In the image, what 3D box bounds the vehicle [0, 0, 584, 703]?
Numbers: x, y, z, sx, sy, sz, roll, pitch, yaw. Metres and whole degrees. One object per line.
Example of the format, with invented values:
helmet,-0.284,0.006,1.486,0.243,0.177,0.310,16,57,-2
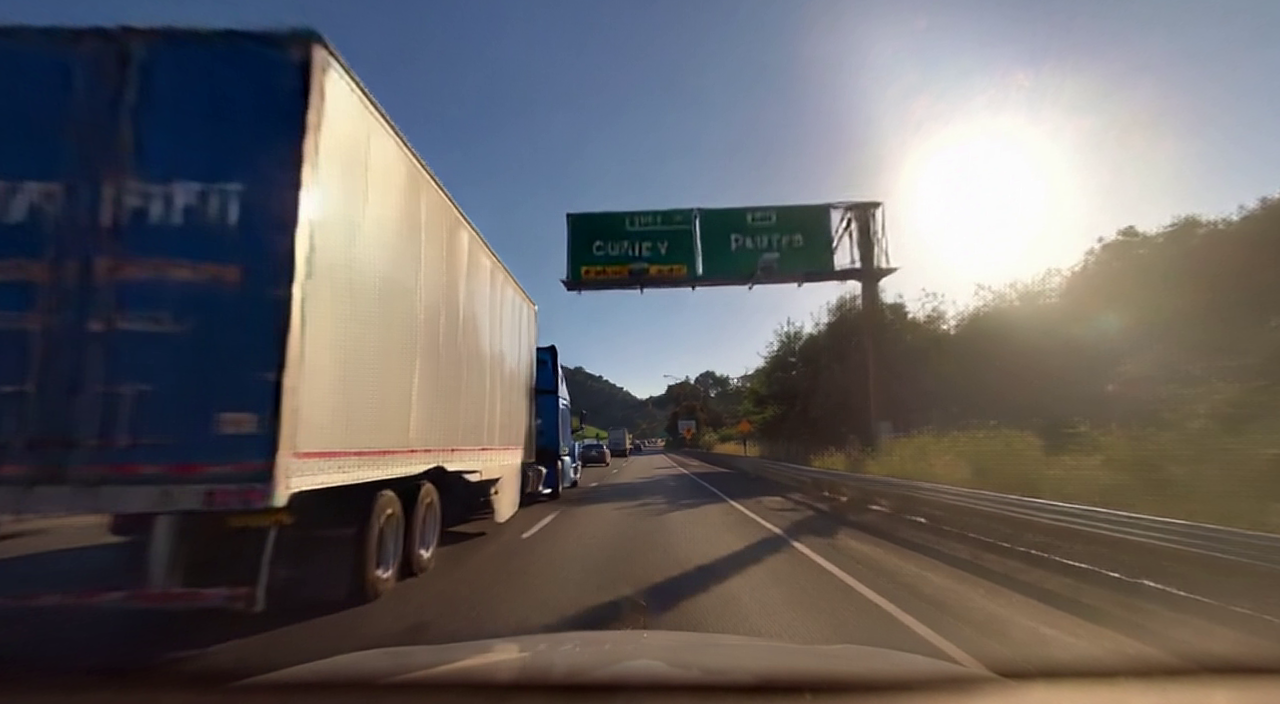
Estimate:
vehicle,-3.249,0.688,10.260,3.202,4.352,16.251,0,-8,0
